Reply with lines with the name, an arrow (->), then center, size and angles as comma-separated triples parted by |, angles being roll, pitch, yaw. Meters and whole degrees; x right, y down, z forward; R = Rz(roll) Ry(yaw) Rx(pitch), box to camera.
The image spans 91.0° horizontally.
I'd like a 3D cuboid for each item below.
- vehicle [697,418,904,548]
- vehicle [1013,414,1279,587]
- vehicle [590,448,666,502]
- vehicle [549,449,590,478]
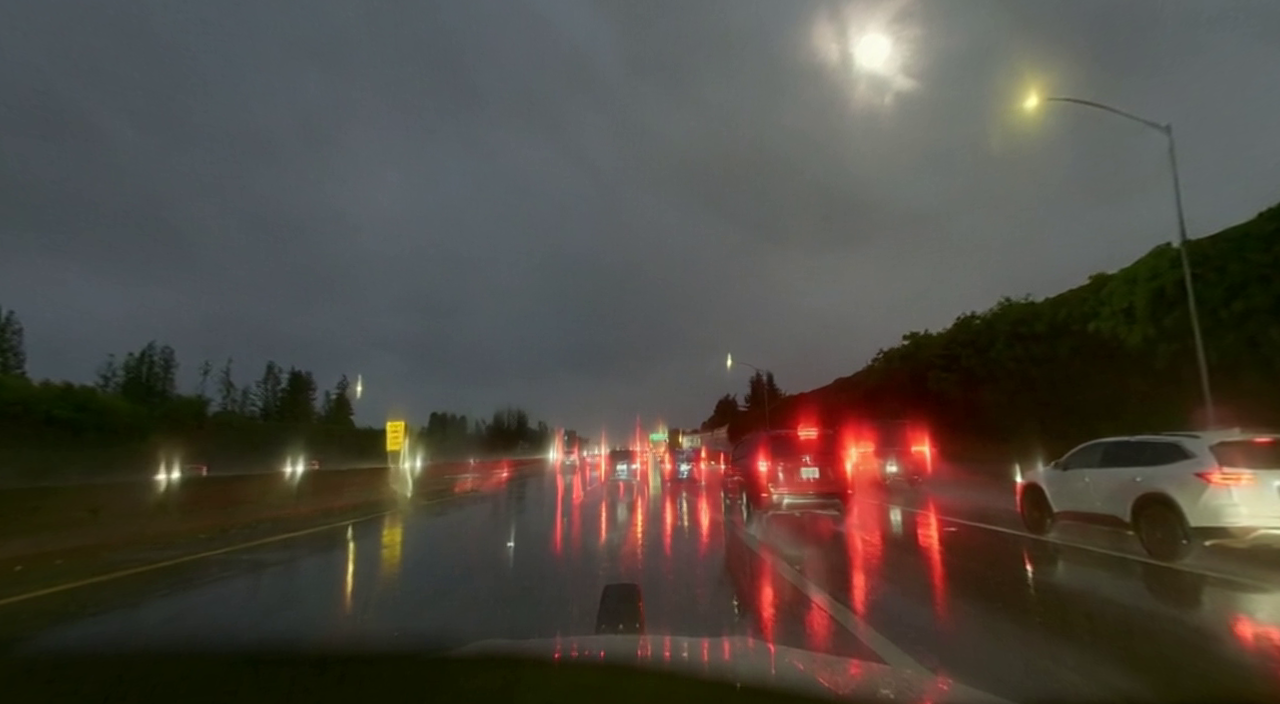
vehicle -> 2.368, 2.092, 10.594 | 2.230, 1.740, 3.976 | 1, -9, -3
vehicle -> 7.150, 1.746, 8.059 | 1.972, 1.647, 4.429 | 0, -9, 0
vehicle -> -0.314, 3.792, 19.866 | 2.157, 1.495, 4.038 | 0, -9, 1
vehicle -> -4.177, 6.633, 37.697 | 1.889, 1.600, 4.043 | 0, -9, 1
